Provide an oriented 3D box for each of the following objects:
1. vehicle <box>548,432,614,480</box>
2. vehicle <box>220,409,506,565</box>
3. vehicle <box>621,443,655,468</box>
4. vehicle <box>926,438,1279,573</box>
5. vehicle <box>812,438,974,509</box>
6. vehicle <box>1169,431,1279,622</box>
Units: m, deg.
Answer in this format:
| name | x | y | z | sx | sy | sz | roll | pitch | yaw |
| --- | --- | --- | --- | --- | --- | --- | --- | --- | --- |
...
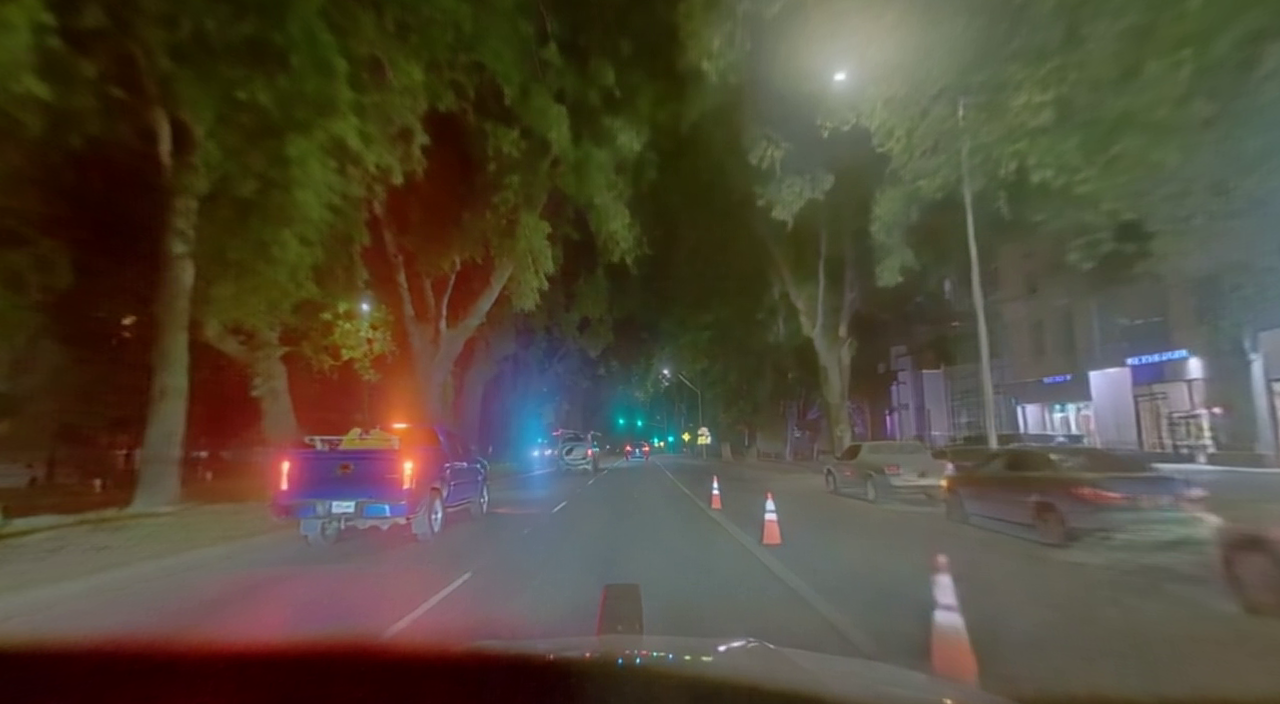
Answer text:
| name | x | y | z | sx | sy | sz | roll | pitch | yaw |
| --- | --- | --- | --- | --- | --- | --- | --- | --- | --- |
| vehicle | -2.695 | 4.955 | 30.437 | 2.424 | 2.063 | 5.678 | 0 | -8 | 2 |
| vehicle | -3.666 | 1.889 | 9.563 | 2.327 | 1.775 | 4.430 | 0 | -8 | 0 |
| vehicle | -0.216 | 7.701 | 47.346 | 2.413 | 1.748 | 4.406 | 0 | -8 | -1 |
| vehicle | 6.686 | 2.147 | 9.872 | 2.012 | 1.523 | 5.204 | 0 | -8 | 0 |
| vehicle | 6.631 | 3.214 | 17.342 | 2.126 | 1.642 | 4.888 | 1 | -9 | -4 |
| vehicle | 6.027 | 1.185 | 3.681 | 2.045 | 1.505 | 4.615 | -1 | -8 | 3 |
